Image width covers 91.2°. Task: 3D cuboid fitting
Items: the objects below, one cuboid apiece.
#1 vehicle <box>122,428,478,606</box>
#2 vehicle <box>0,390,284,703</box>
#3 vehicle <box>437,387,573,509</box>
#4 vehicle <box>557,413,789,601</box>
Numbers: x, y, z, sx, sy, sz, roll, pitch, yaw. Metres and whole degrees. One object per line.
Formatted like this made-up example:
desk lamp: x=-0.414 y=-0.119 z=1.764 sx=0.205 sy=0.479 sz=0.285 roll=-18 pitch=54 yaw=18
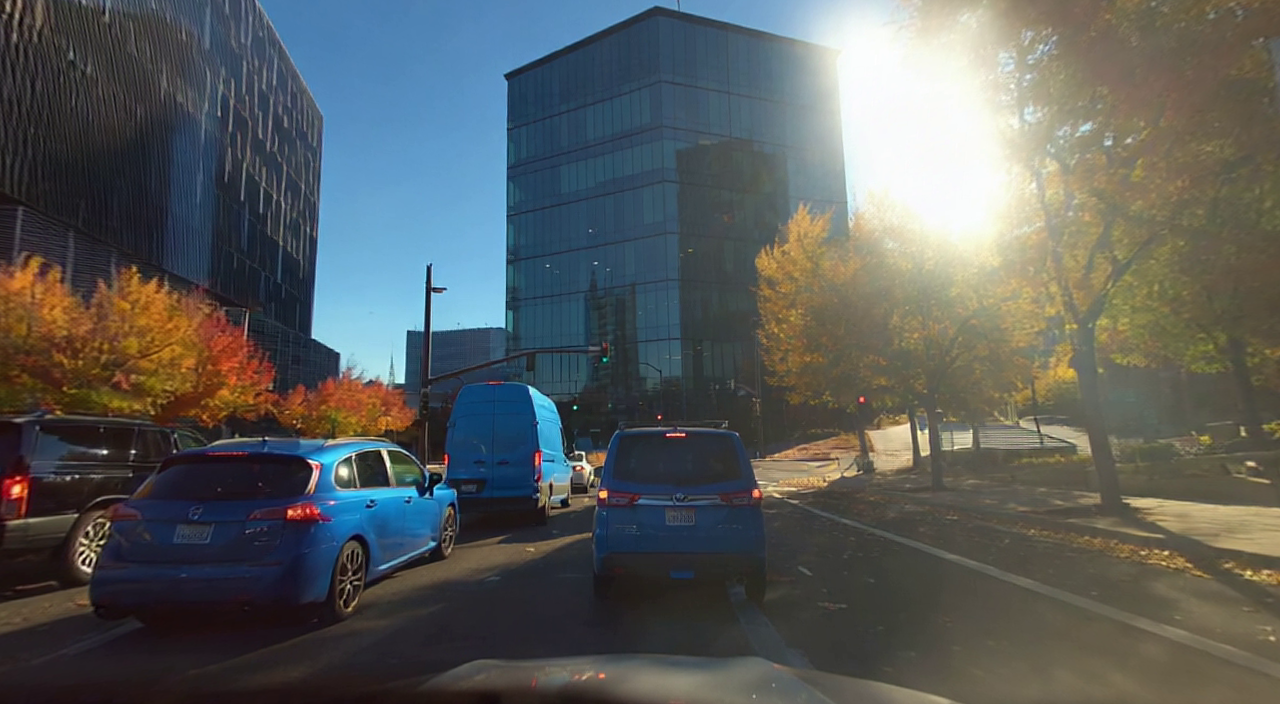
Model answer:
vehicle: x=-3.482 y=1.757 z=7.577 sx=1.955 sy=1.499 sz=4.223 roll=0 pitch=-9 yaw=0
vehicle: x=-2.901 y=0.814 z=1.507 sx=1.893 sy=1.491 sz=3.798 roll=0 pitch=-9 yaw=-1
vehicle: x=-3.251 y=2.536 z=16.601 sx=2.343 sy=2.635 sz=5.684 roll=0 pitch=-9 yaw=0
vehicle: x=0.197 y=1.600 z=7.220 sx=1.979 sy=1.562 sz=3.630 roll=0 pitch=-9 yaw=-3
